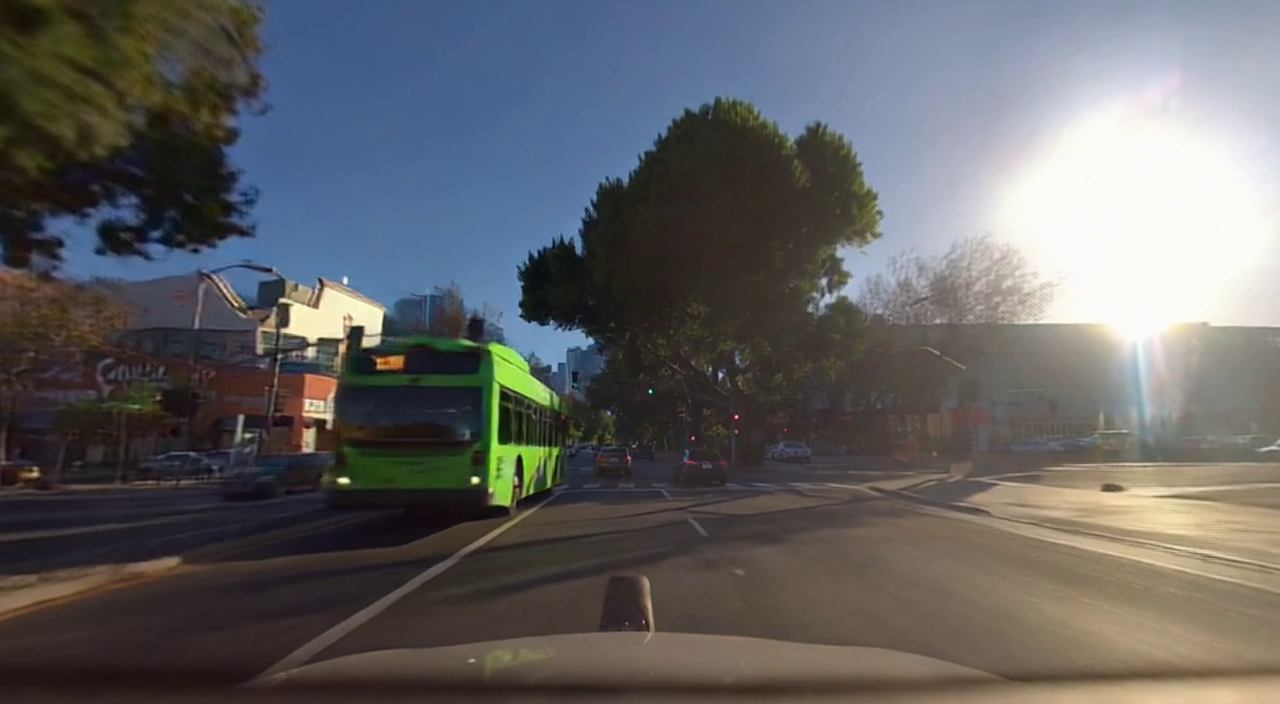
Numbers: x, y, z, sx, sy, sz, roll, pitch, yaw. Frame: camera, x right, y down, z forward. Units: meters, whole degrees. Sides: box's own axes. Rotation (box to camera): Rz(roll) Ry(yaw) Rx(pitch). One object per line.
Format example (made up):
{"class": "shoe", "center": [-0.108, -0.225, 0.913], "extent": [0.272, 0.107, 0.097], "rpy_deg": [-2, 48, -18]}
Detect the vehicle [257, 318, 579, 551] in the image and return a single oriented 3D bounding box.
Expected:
{"class": "vehicle", "center": [-3.719, 2.153, 15.752], "extent": [3.018, 3.217, 13.998], "rpy_deg": [0, -9, 0]}

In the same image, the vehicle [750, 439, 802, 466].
{"class": "vehicle", "center": [10.528, 7.835, 49.151], "extent": [2.304, 1.907, 4.844], "rpy_deg": [1, -9, -8]}

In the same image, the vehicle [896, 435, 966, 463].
{"class": "vehicle", "center": [22.766, 7.582, 49.631], "extent": [2.384, 1.959, 5.372], "rpy_deg": [-2, -8, -7]}

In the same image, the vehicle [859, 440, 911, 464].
{"class": "vehicle", "center": [19.183, 7.832, 49.507], "extent": [2.143, 1.731, 4.290], "rpy_deg": [0, -9, -3]}

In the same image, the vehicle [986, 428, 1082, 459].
{"class": "vehicle", "center": [30.297, 7.087, 48.581], "extent": [5.954, 2.283, 2.137], "rpy_deg": [0, -9, -1]}

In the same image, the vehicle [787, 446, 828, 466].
{"class": "vehicle", "center": [12.982, 8.097, 49.108], "extent": [1.860, 1.443, 3.772], "rpy_deg": [0, -9, -5]}

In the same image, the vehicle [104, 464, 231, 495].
{"class": "vehicle", "center": [-24.528, 6.631, 32.854], "extent": [4.868, 1.434, 2.115], "rpy_deg": [0, -8, 0]}

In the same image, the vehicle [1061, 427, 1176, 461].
{"class": "vehicle", "center": [34.804, 6.686, 45.934], "extent": [6.271, 2.145, 2.510], "rpy_deg": [-2, -8, -2]}

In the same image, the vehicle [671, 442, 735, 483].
{"class": "vehicle", "center": [2.541, 4.587, 26.483], "extent": [2.046, 1.540, 3.883], "rpy_deg": [0, -9, -4]}

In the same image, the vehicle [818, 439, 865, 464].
{"class": "vehicle", "center": [15.805, 7.840, 49.700], "extent": [2.020, 1.796, 4.600], "rpy_deg": [0, -9, -2]}

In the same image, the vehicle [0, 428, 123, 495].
{"class": "vehicle", "center": [-34.230, 5.828, 33.397], "extent": [10.321, 3.275, 3.158], "rpy_deg": [0, -10, -4]}

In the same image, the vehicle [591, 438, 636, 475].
{"class": "vehicle", "center": [-1.475, 5.629, 34.278], "extent": [2.301, 1.837, 4.411], "rpy_deg": [0, -9, -3]}
